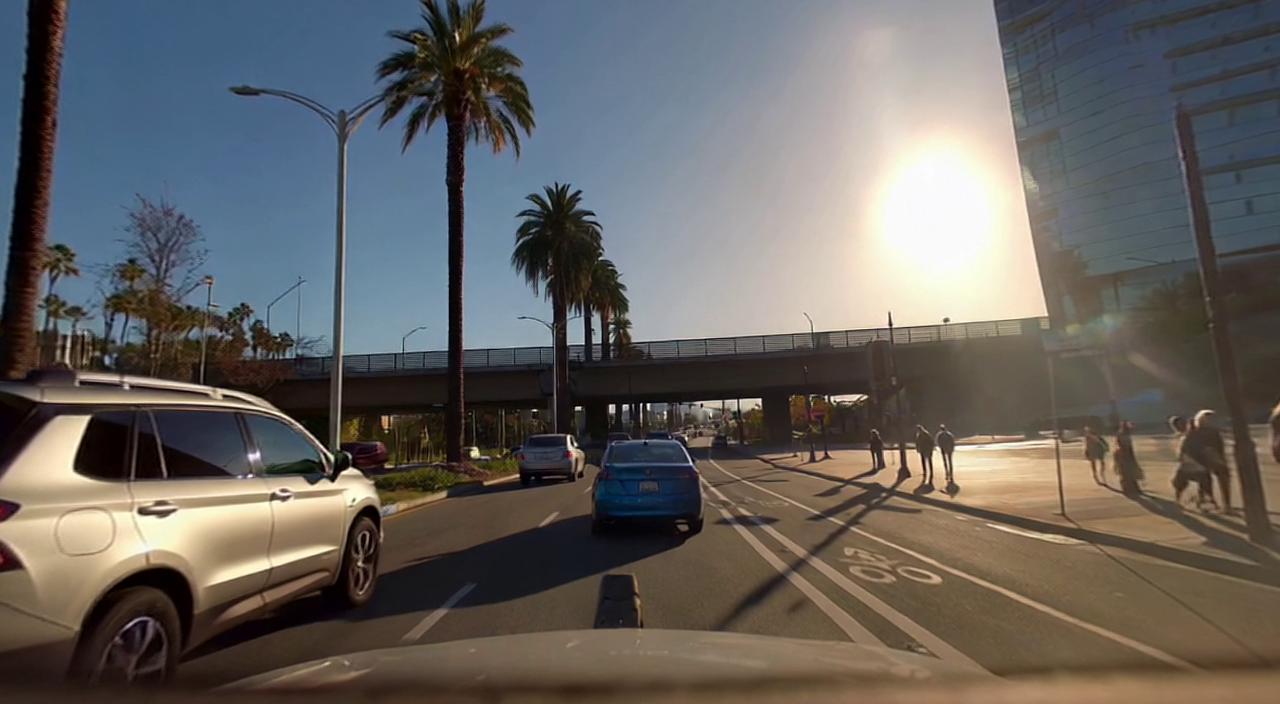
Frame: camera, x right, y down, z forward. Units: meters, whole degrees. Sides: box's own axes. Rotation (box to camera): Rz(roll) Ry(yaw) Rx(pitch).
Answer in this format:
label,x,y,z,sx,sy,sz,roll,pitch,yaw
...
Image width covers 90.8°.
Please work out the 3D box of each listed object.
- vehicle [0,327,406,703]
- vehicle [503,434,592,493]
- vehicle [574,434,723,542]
label,x,y,z,sx,sy,sz,roll,pitch,yaw
vehicle,-3.208,0.985,3.498,2.014,1.740,4.359,0,-8,2
vehicle,-2.777,3.439,19.887,1.955,1.637,4.032,-1,-8,3
vehicle,0.100,2.174,10.787,2.036,1.461,4.129,0,-8,0
